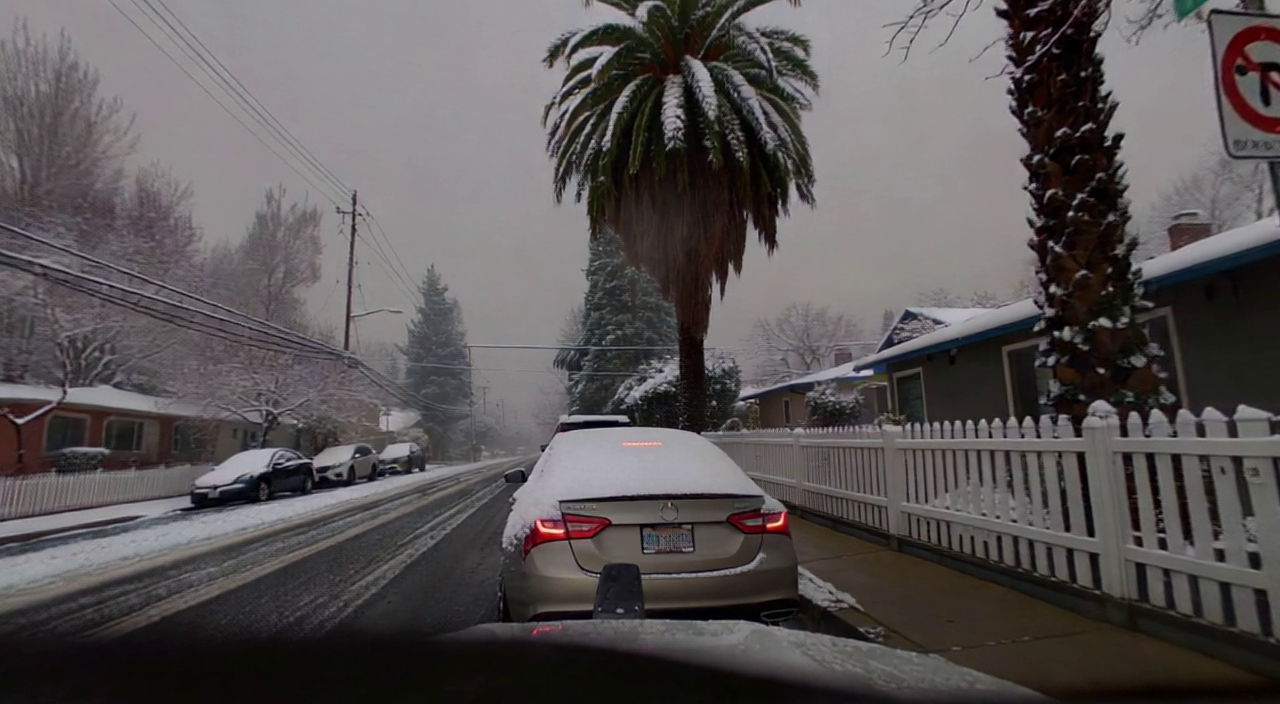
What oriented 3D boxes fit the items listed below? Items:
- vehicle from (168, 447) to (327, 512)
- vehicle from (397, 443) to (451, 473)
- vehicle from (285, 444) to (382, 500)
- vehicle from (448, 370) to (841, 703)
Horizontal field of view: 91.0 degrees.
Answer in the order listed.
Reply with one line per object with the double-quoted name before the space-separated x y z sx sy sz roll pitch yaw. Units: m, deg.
"vehicle" -11.392 3.661 18.797 2.017 1.627 5.039 1 -8 -7
"vehicle" -13.169 6.470 38.708 2.060 1.689 4.999 1 -8 -7
"vehicle" -12.140 4.712 25.308 2.048 1.485 4.757 -4 -4 -8
"vehicle" -0.137 1.220 5.000 1.894 1.695 3.795 1 -8 -6
